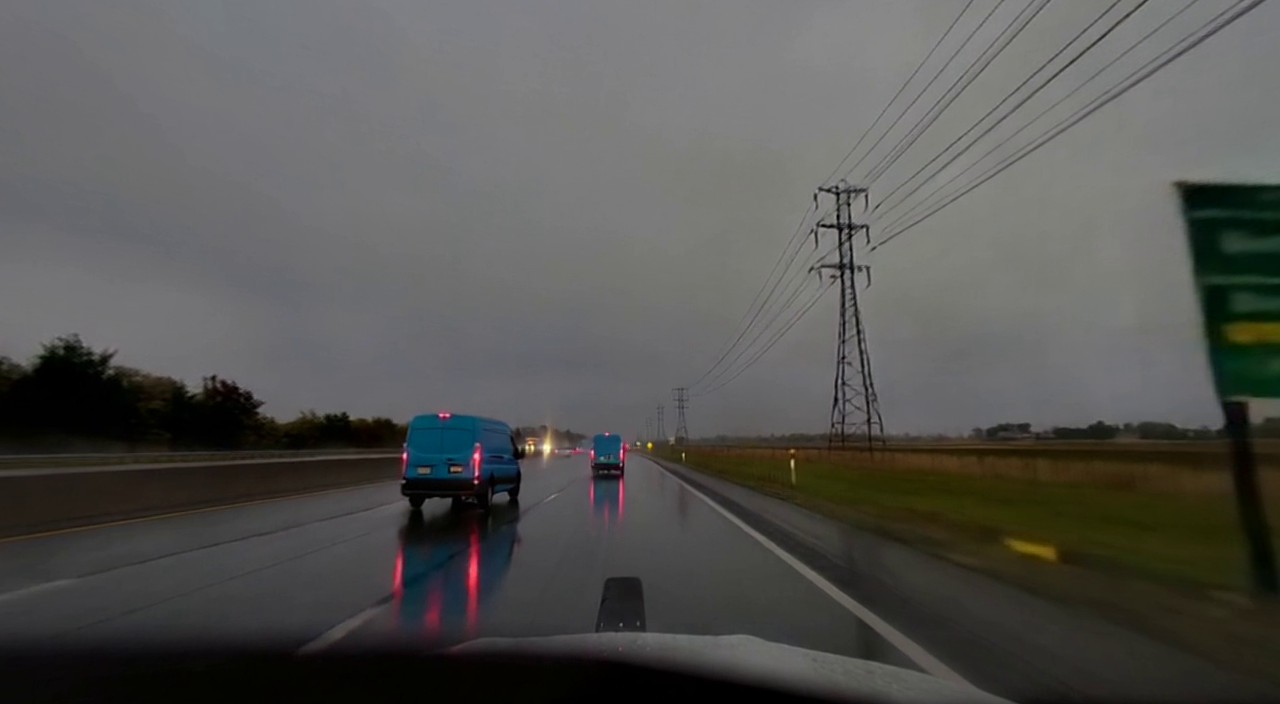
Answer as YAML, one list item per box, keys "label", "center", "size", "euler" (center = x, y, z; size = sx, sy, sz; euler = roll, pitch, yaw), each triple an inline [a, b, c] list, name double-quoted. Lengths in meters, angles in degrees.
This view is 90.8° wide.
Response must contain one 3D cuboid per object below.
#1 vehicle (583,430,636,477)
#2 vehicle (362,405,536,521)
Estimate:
- label: "vehicle"
  center: [-1.335, 4.831, 30.096]
  size: [2.197, 2.011, 5.130]
  euler: [0, -9, 1]
- label: "vehicle"
  center: [-3.760, 2.331, 13.602]
  size: [2.145, 2.010, 4.980]
  euler: [0, -9, 0]
